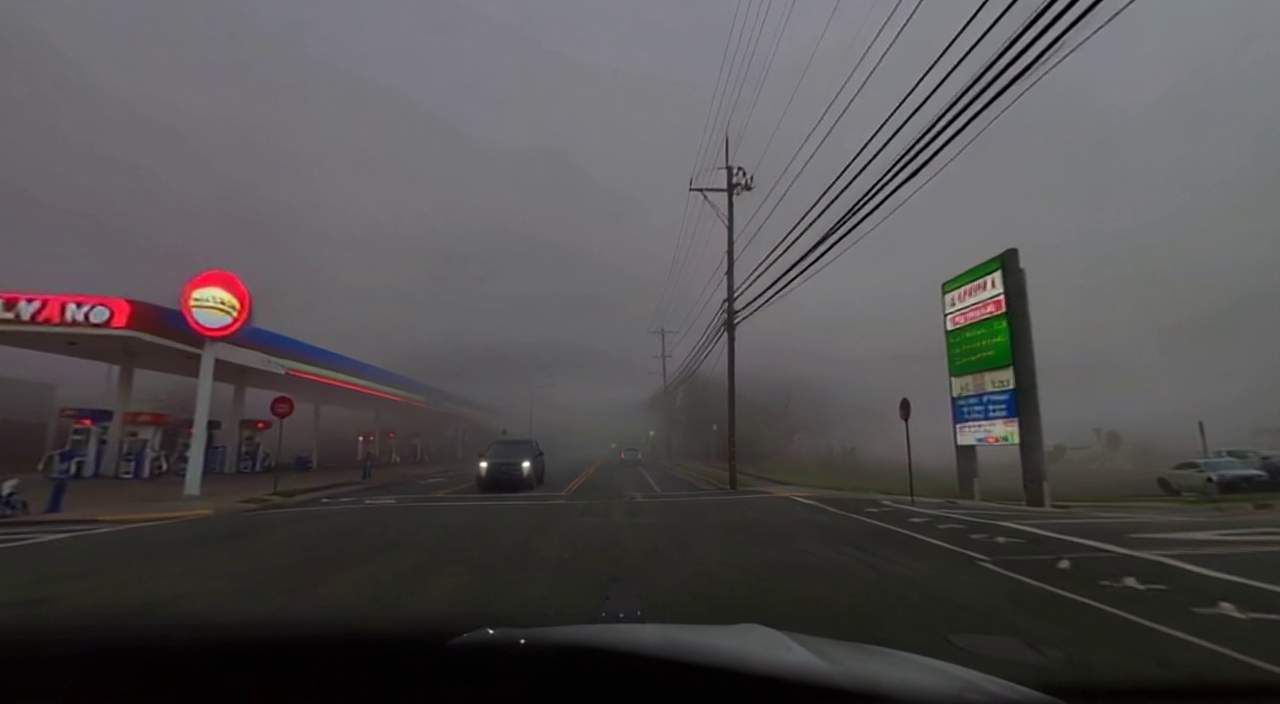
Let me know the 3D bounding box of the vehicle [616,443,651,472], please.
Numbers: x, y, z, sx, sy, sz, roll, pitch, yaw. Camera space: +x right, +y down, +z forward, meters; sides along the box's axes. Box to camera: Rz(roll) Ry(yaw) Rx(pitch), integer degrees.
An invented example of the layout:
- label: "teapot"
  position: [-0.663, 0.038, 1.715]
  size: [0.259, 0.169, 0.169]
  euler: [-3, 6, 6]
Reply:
- label: "vehicle"
  position: [-0.470, 6.504, 39.186]
  size: [2.000, 1.663, 4.271]
  euler: [0, -9, -3]

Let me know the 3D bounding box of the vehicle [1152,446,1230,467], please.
- label: "vehicle"
  position: [43.112, 8.176, 49.550]
  size: [1.826, 1.508, 4.639]
  euler: [0, -9, -1]

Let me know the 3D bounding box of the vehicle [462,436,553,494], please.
- label: "vehicle"
  position: [-4.663, 4.057, 23.107]
  size: [2.274, 1.844, 4.843]
  euler: [0, -9, 0]

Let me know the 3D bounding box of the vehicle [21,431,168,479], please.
- label: "vehicle"
  position: [-20.269, 3.911, 23.782]
  size: [1.913, 1.591, 4.374]
  euler: [2, -10, -7]

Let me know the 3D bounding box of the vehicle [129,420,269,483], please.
- label: "vehicle"
  position: [-17.920, 4.074, 26.049]
  size: [2.499, 2.309, 4.613]
  euler: [0, -9, -3]

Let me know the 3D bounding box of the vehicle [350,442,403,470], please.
- label: "vehicle"
  position: [-17.923, 7.082, 43.210]
  size: [1.890, 1.761, 4.578]
  euler: [0, -9, -4]

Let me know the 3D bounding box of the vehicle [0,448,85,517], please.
- label: "vehicle"
  position: [-15.636, 3.189, 15.984]
  size: [1.928, 1.487, 5.116]
  euler: [6, -11, -37]
